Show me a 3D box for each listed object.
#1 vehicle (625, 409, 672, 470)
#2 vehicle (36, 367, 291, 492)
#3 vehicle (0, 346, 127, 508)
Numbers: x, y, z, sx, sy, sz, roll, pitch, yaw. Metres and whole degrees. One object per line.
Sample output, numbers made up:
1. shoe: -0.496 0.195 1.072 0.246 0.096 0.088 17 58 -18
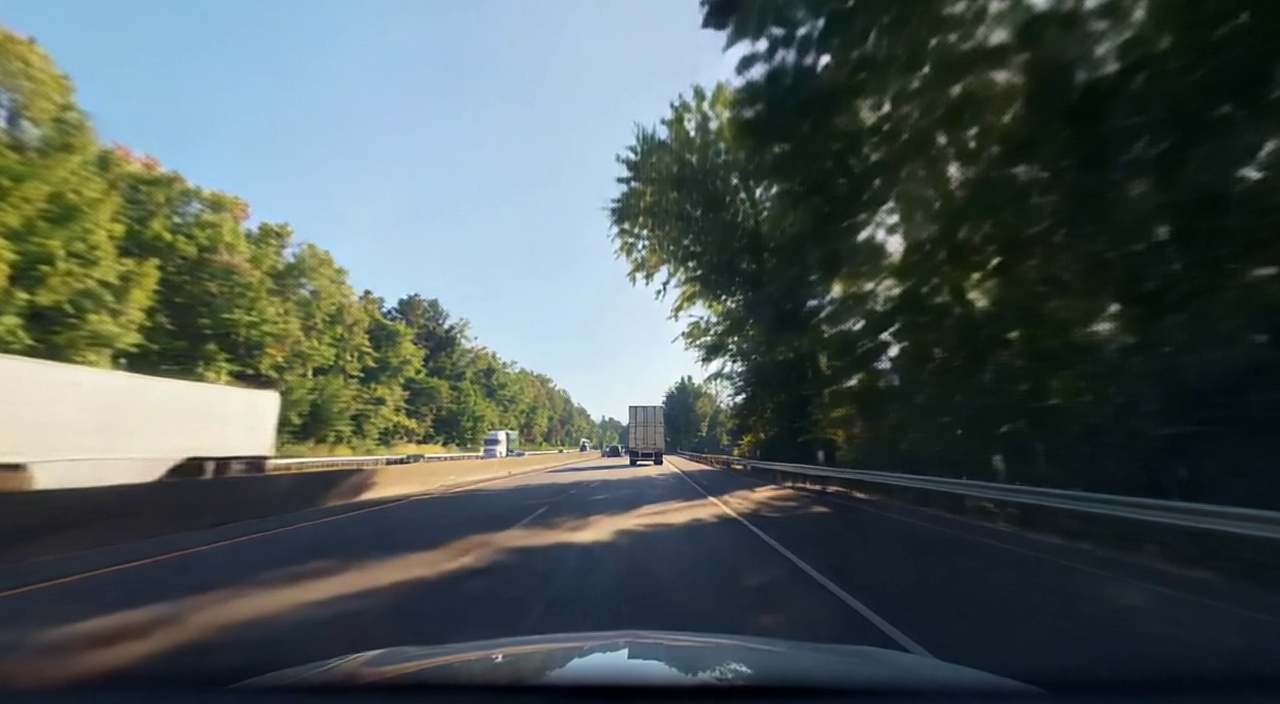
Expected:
1. vehicle: 0.491 6.526 46.499 3.024 3.965 10.399 0 -9 -1
2. vehicle: -16.810 2.974 23.365 2.876 3.780 8.158 0 -9 0
3. vehicle: -16.836 1.555 13.590 2.927 3.858 10.028 0 -9 0
